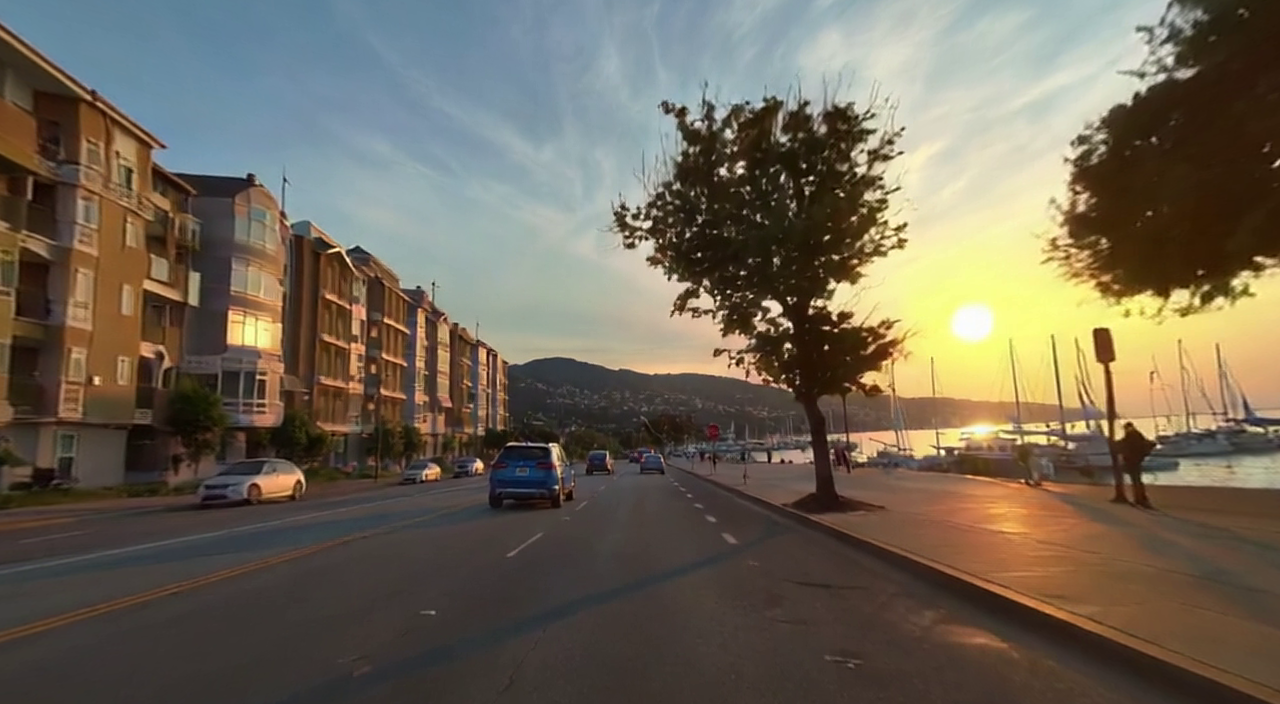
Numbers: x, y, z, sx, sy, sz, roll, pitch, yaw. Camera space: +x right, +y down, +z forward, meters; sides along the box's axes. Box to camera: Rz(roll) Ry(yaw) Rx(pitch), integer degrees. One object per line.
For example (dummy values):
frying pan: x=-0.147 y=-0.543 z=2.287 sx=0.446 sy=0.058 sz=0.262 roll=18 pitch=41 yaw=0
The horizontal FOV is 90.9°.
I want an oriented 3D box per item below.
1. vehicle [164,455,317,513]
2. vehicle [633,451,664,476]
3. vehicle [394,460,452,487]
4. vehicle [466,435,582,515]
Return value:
vehicle: x=-13.351 y=4.411 z=21.491 sx=2.128 sy=1.716 sz=4.479 roll=-1 pitch=-9 yaw=2
vehicle: x=0.634 y=7.742 z=43.827 sx=2.057 sy=1.624 sz=3.726 roll=-1 pitch=-9 yaw=2
vehicle: x=-13.343 y=7.465 z=38.995 sx=1.871 sy=1.463 sz=4.555 roll=0 pitch=-9 yaw=1
vehicle: x=-2.900 y=3.229 z=16.985 sx=2.082 sy=1.817 sz=4.724 roll=-1 pitch=-9 yaw=2
